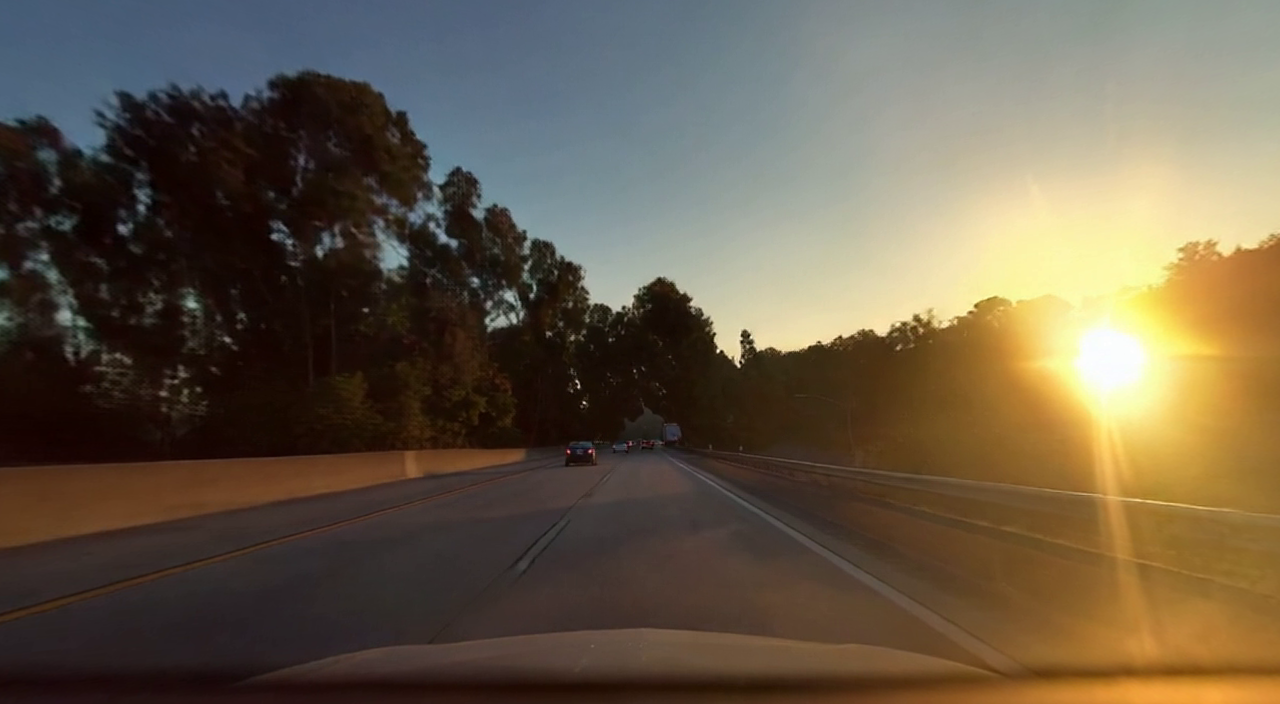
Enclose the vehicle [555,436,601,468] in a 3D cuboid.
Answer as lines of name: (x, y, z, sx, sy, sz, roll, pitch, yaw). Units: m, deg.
vehicle: (-3.245, 5.341, 33.624, 2.025, 1.571, 3.662, 0, -9, 0)
